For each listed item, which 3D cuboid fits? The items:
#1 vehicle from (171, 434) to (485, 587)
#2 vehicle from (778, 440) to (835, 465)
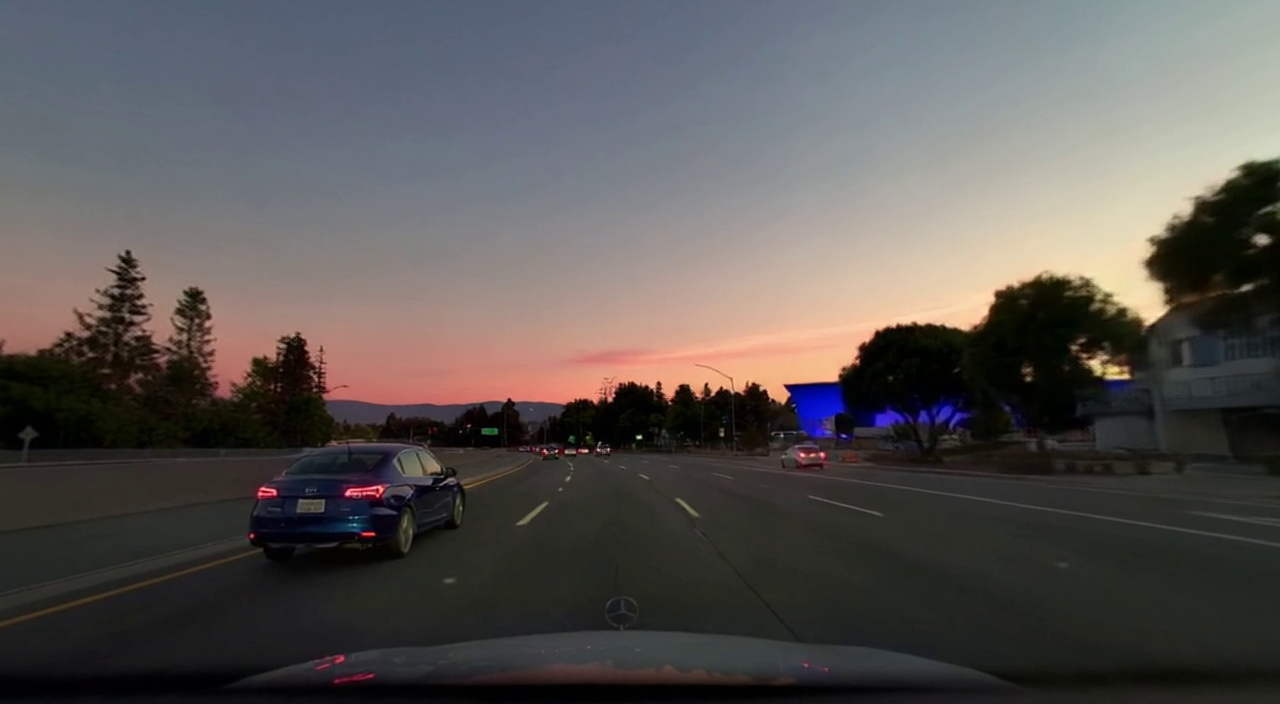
[{"bbox_3d":[-3.601,1.880,8.431,2.018,1.476,4.364,0,-8,-1],"label":"vehicle"},{"bbox_3d":[11.414,6.945,43.712,1.983,1.613,5.190,1,-8,-7],"label":"vehicle"}]
